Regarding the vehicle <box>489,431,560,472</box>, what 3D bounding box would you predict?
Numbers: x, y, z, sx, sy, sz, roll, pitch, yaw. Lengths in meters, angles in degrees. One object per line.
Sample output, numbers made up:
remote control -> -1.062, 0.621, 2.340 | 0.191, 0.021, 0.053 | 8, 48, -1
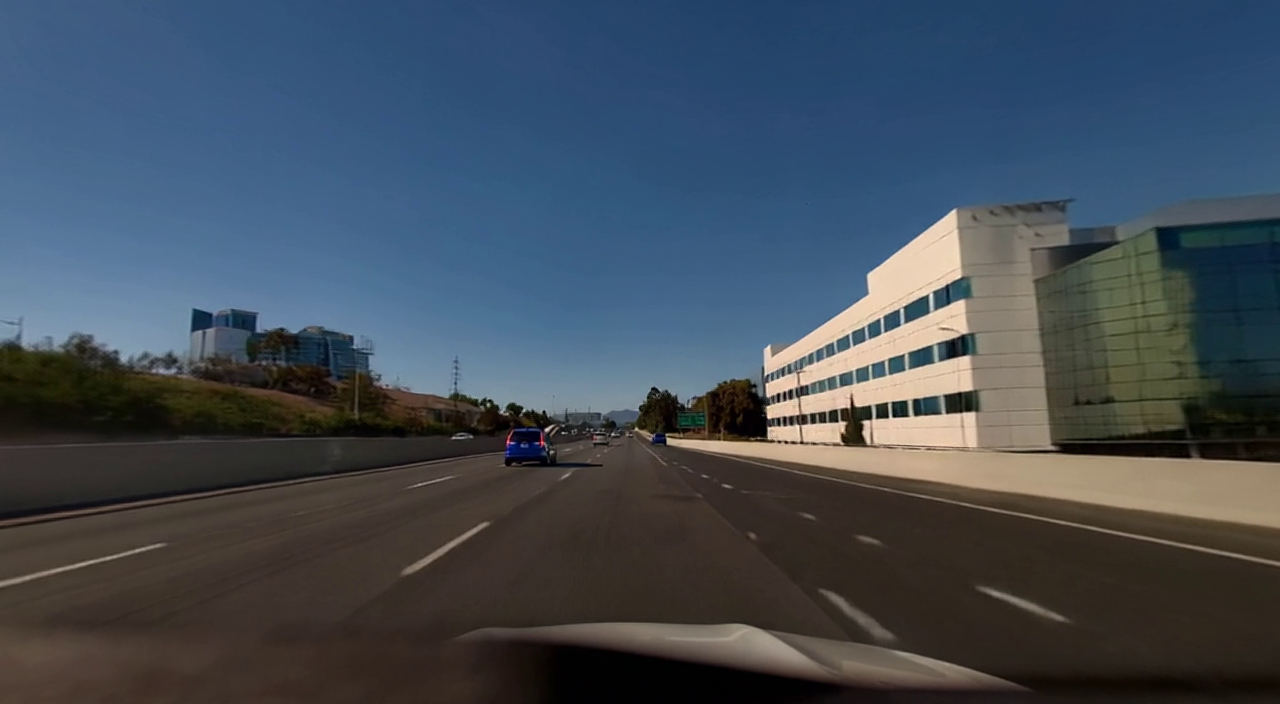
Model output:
vehicle -> -4.501, 3.937, 25.167 | 1.996, 1.490, 4.571 | 0, -8, -1
